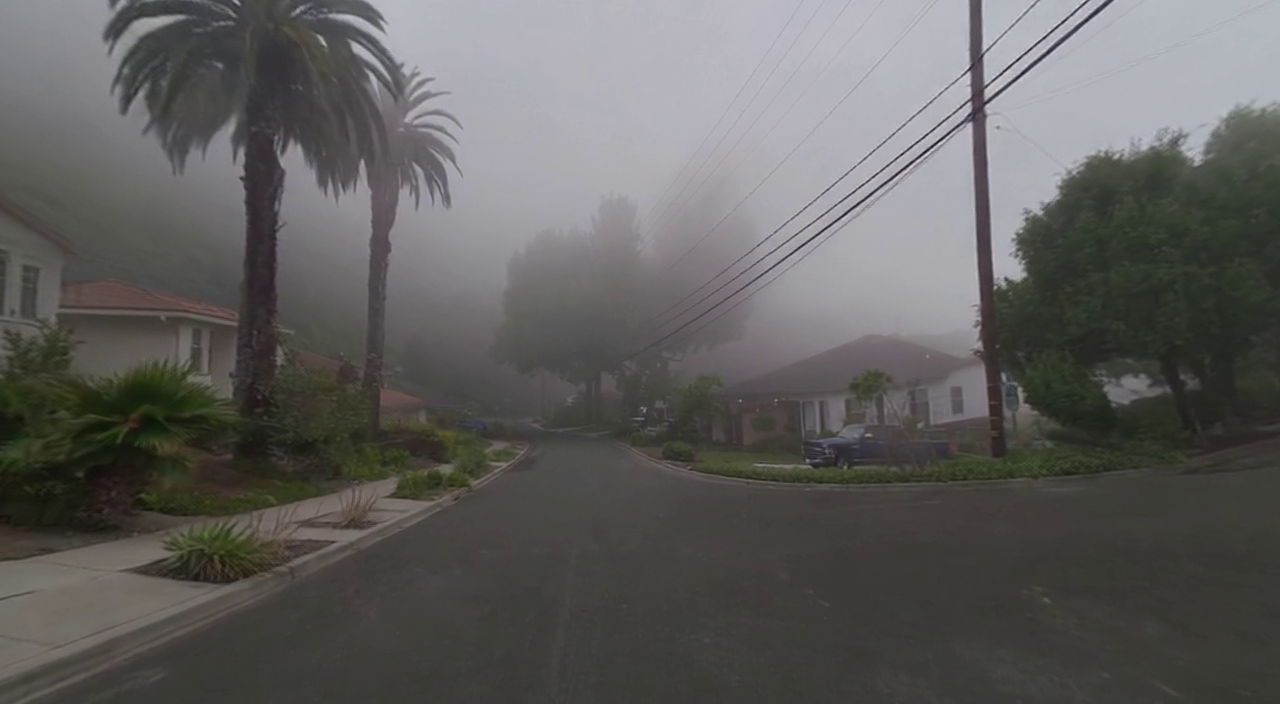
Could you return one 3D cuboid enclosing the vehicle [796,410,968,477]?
[{"bbox_3d":[8.362,3.208,21.707,5.663,1.913,2.170,7,-10,-24],"label":"vehicle"}]
